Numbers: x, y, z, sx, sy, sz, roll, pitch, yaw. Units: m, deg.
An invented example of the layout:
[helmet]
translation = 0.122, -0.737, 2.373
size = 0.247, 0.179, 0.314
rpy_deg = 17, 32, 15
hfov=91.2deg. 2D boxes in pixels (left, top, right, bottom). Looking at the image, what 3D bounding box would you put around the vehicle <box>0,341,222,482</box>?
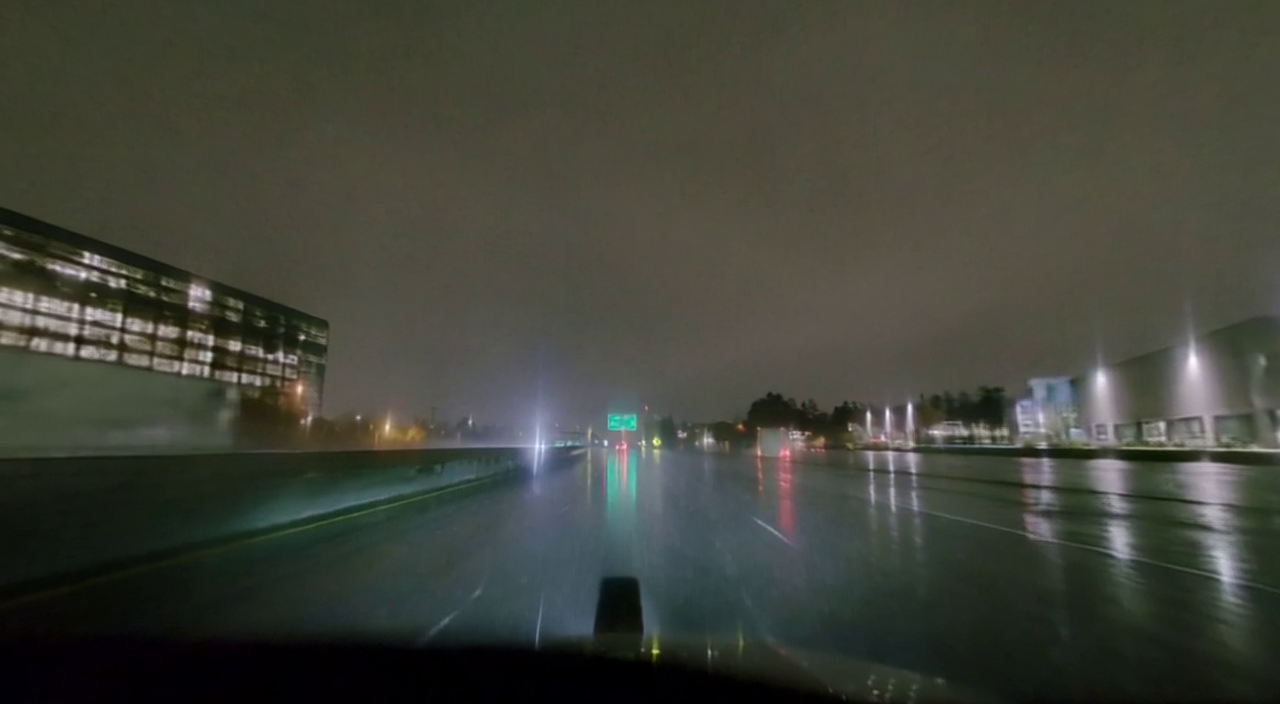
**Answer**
[vehicle]
translation = -20.329, 2.221, 21.344
size = 2.933, 4.082, 13.910
rpy_deg = 0, -9, -2
